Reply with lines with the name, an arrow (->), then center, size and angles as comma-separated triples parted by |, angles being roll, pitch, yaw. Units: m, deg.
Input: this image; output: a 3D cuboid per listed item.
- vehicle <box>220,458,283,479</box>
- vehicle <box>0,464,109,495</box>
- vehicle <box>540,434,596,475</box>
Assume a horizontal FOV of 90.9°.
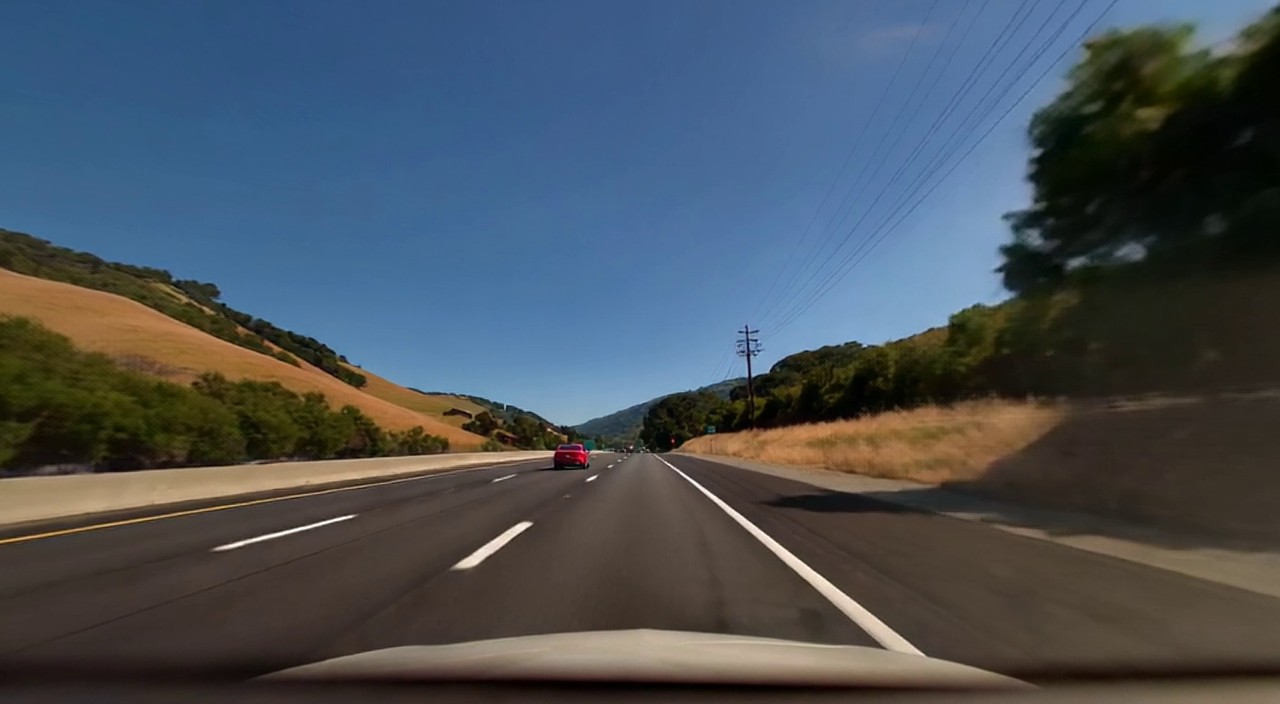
vehicle -> -29.867, 8.958, 48.642 | 1.848, 1.452, 4.598 | 0, -8, 0
vehicle -> -34.032, 7.344, 36.688 | 1.872, 1.500, 5.003 | 0, -8, 0
vehicle -> -3.446, 5.041, 31.188 | 2.136, 1.845, 4.515 | 0, -8, 1
